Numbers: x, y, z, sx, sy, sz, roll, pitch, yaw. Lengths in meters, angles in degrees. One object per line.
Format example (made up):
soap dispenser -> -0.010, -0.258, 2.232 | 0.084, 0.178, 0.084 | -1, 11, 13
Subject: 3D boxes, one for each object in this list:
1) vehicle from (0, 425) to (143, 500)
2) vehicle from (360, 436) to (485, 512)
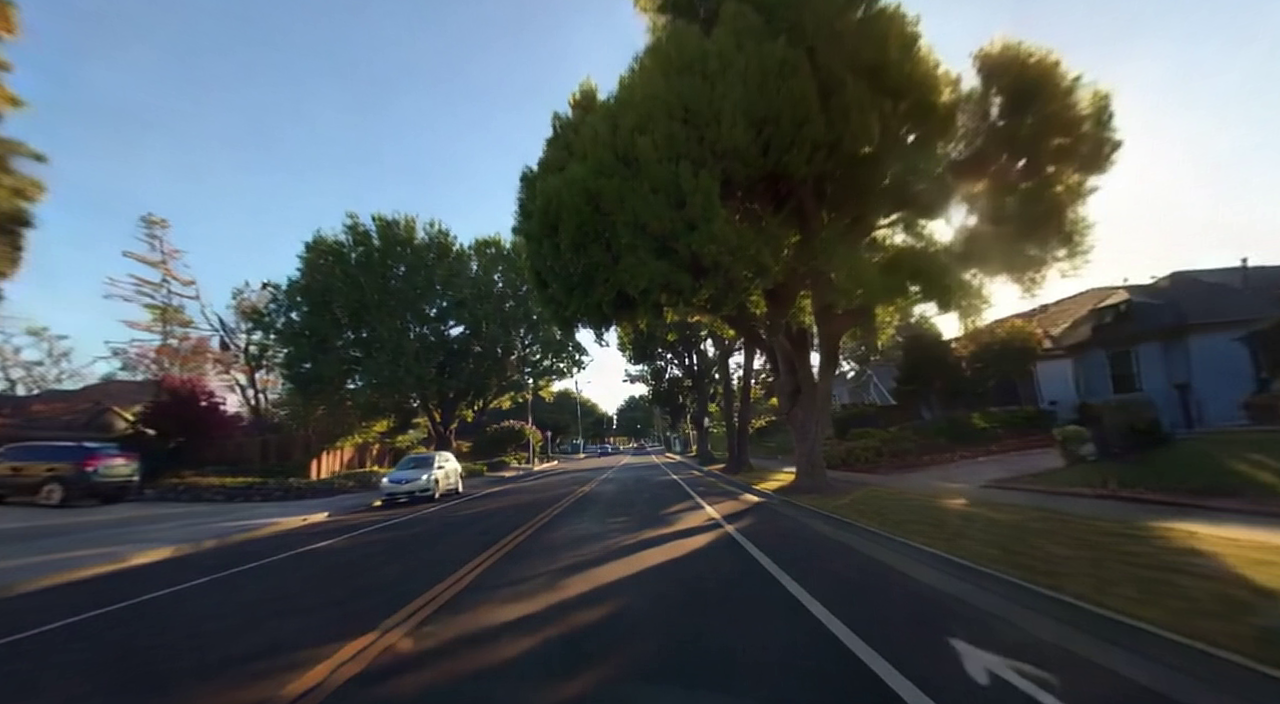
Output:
vehicle -> -15.661, 2.767, 16.002 | 4.735, 1.712, 1.992 | -2, -9, 9
vehicle -> -6.592, 3.734, 19.834 | 2.176, 1.885, 5.174 | -4, -9, -2
